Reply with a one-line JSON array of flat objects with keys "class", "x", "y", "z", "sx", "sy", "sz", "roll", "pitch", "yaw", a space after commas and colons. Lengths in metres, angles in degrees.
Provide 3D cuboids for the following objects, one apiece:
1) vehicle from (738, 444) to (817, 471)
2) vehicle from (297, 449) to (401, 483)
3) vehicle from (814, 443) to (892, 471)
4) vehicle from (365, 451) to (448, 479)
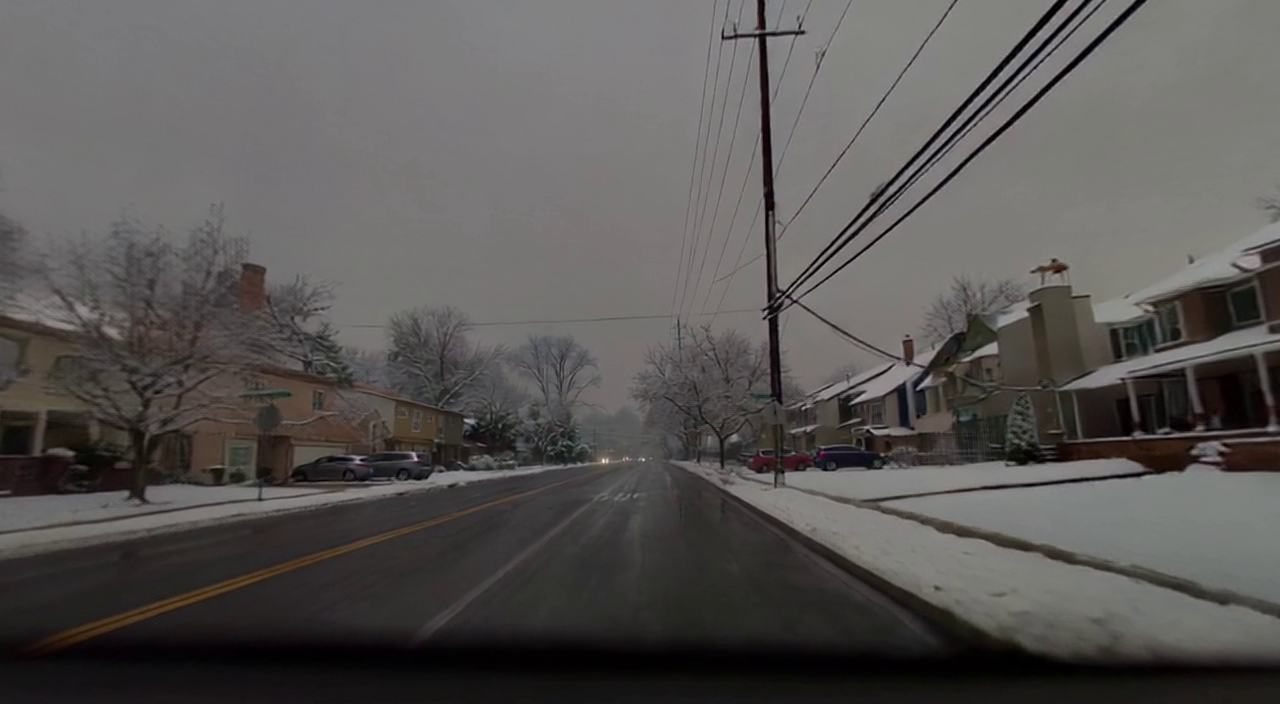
[{"class": "vehicle", "x": 9.354, "y": 7.234, "z": 43.349, "sx": 4.952, "sy": 1.775, "sz": 2.089, "roll": 0, "pitch": -8, "yaw": 1}, {"class": "vehicle", "x": -15.180, "y": 5.935, "z": 33.085, "sx": 4.500, "sy": 1.714, "sz": 1.924, "roll": -1, "pitch": -8, "yaw": 7}, {"class": "vehicle", "x": 13.009, "y": 6.428, "z": 38.769, "sx": 4.122, "sy": 1.610, "sz": 1.888, "roll": 0, "pitch": -8, "yaw": 2}, {"class": "vehicle", "x": -14.267, "y": 6.898, "z": 38.718, "sx": 4.260, "sy": 1.588, "sz": 1.927, "roll": -1, "pitch": -8, "yaw": 6}]
